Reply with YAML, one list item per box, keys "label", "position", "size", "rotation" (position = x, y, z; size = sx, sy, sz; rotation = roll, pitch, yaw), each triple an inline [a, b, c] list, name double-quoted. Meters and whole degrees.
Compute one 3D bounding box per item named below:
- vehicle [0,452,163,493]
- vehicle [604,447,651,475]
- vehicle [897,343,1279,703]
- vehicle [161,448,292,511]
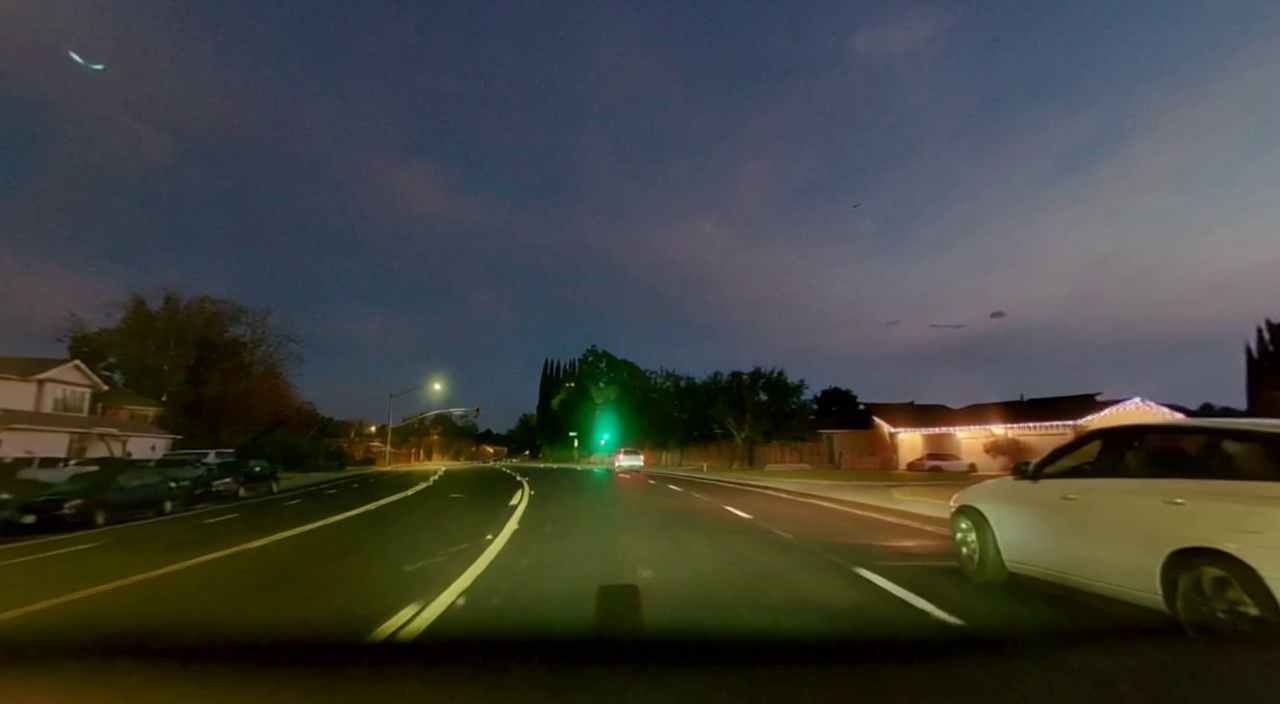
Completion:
- label: "vehicle"
  position: [-21.992, 4.649, 24.552]
  size: [5.065, 1.466, 1.858]
  rotation: [2, -9, -15]
- label: "vehicle"
  position: [-0.820, 6.579, 38.425]
  size: [1.951, 1.620, 4.582]
  rotation: [2, -9, -12]
- label: "vehicle"
  position: [3.865, 1.085, 4.134]
  size: [2.081, 1.828, 5.138]
  rotation: [0, -9, -1]
- label: "vehicle"
  position: [-14.478, 4.414, 22.551]
  size: [1.993, 1.801, 5.201]
  rotation: [-2, -8, -10]
